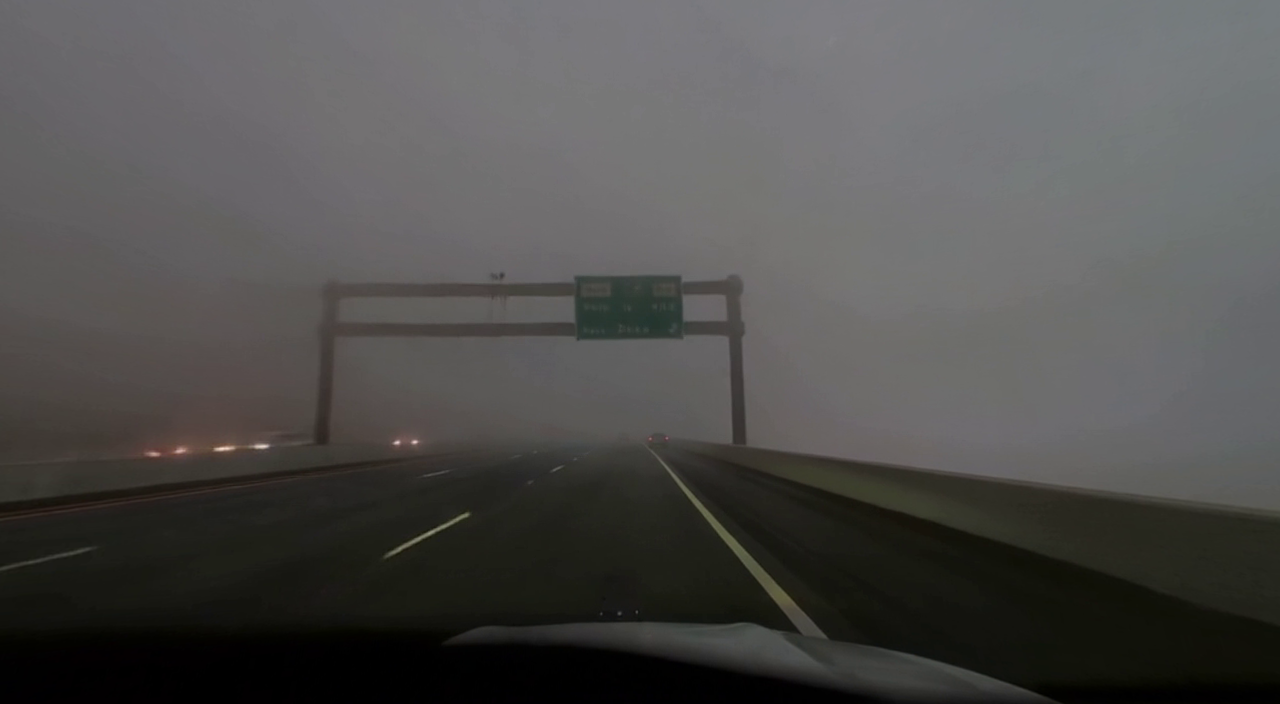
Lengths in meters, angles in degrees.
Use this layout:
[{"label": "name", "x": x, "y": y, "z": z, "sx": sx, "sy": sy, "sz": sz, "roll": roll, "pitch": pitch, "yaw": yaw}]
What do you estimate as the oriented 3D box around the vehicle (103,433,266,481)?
[{"label": "vehicle", "x": -16.099, "y": 3.698, "z": 22.675, "sx": 2.078, "sy": 1.504, "sz": 5.134, "roll": 1, "pitch": -7, "yaw": -1}]
